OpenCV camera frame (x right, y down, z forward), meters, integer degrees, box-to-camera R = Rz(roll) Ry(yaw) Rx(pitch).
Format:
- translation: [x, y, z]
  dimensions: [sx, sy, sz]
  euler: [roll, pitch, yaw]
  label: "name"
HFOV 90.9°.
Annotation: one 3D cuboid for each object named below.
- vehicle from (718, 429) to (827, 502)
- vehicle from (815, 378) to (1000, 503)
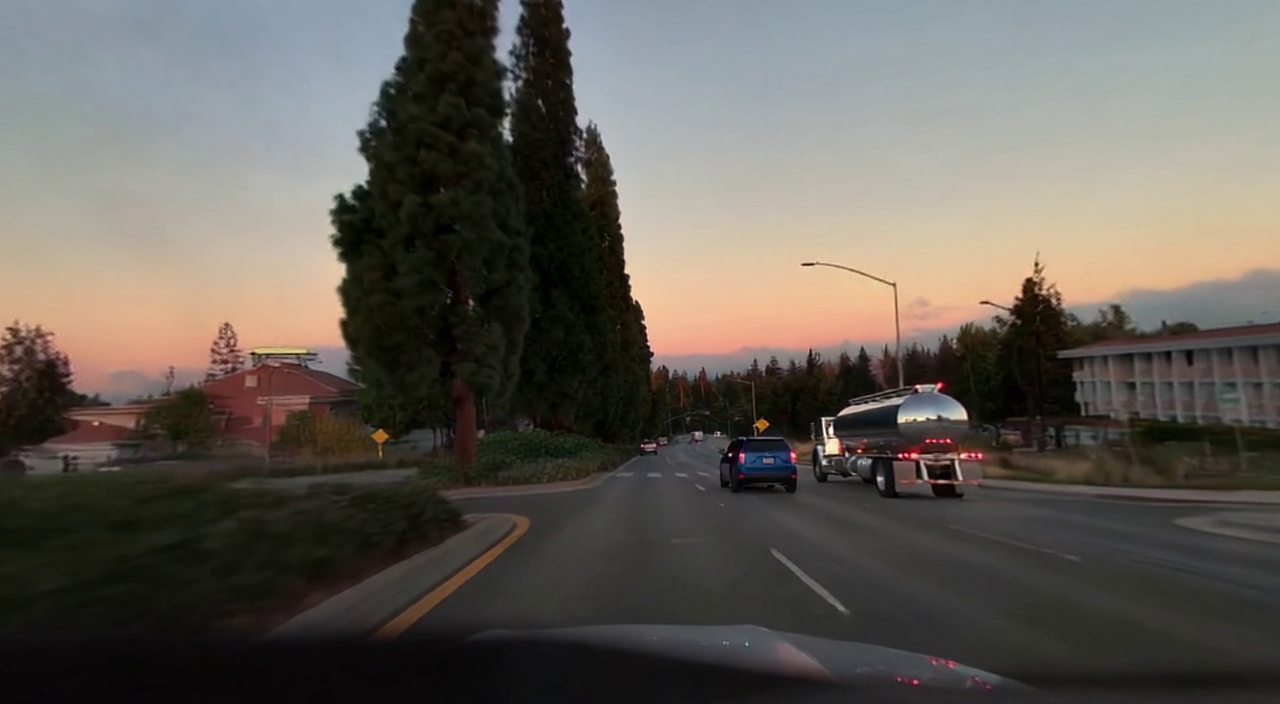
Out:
- translation: [3.519, 3.107, 17.668]
  dimensions: [2.045, 1.729, 4.532]
  euler: [0, -8, 0]
  label: "vehicle"
- translation: [7.759, 2.736, 19.428]
  dimensions: [2.849, 3.207, 6.275]
  euler: [0, -8, 0]
  label: "vehicle"
